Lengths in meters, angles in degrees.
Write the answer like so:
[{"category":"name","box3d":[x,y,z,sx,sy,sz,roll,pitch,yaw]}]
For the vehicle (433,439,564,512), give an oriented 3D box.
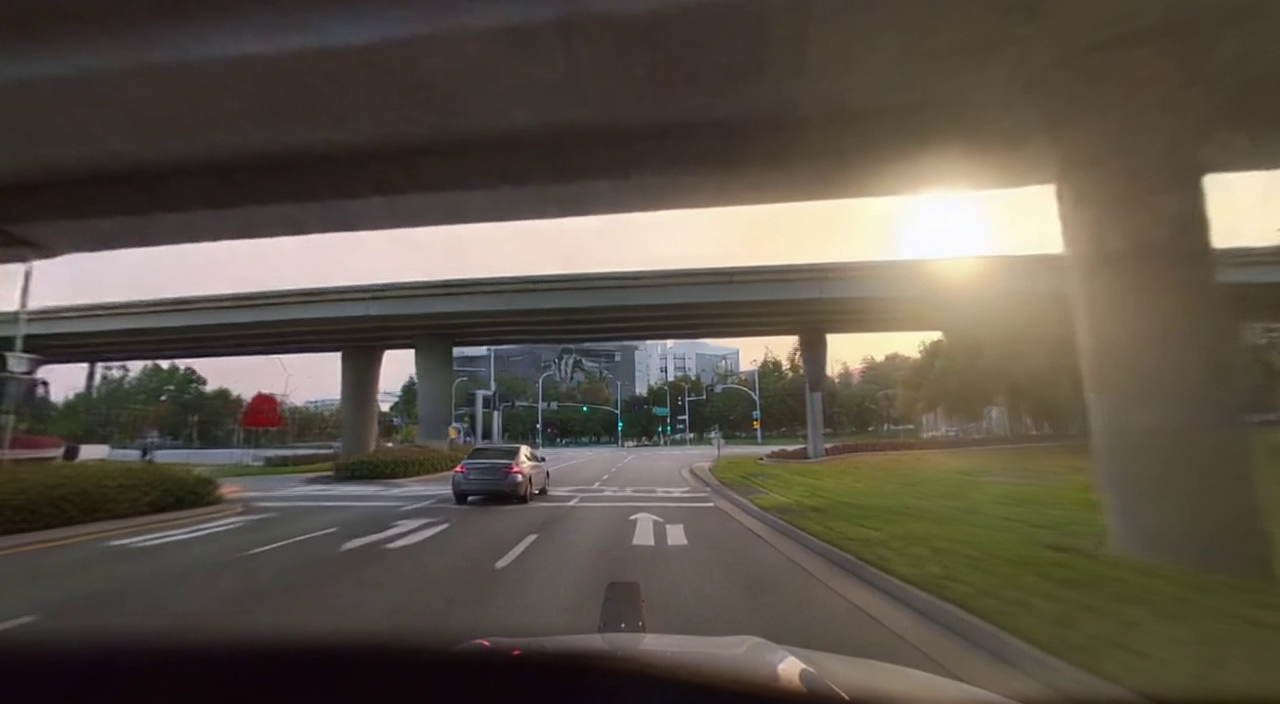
[{"category":"vehicle","box3d":[-3.179,2.882,15.226,1.963,1.460,4.614,0,-9,2]}]
